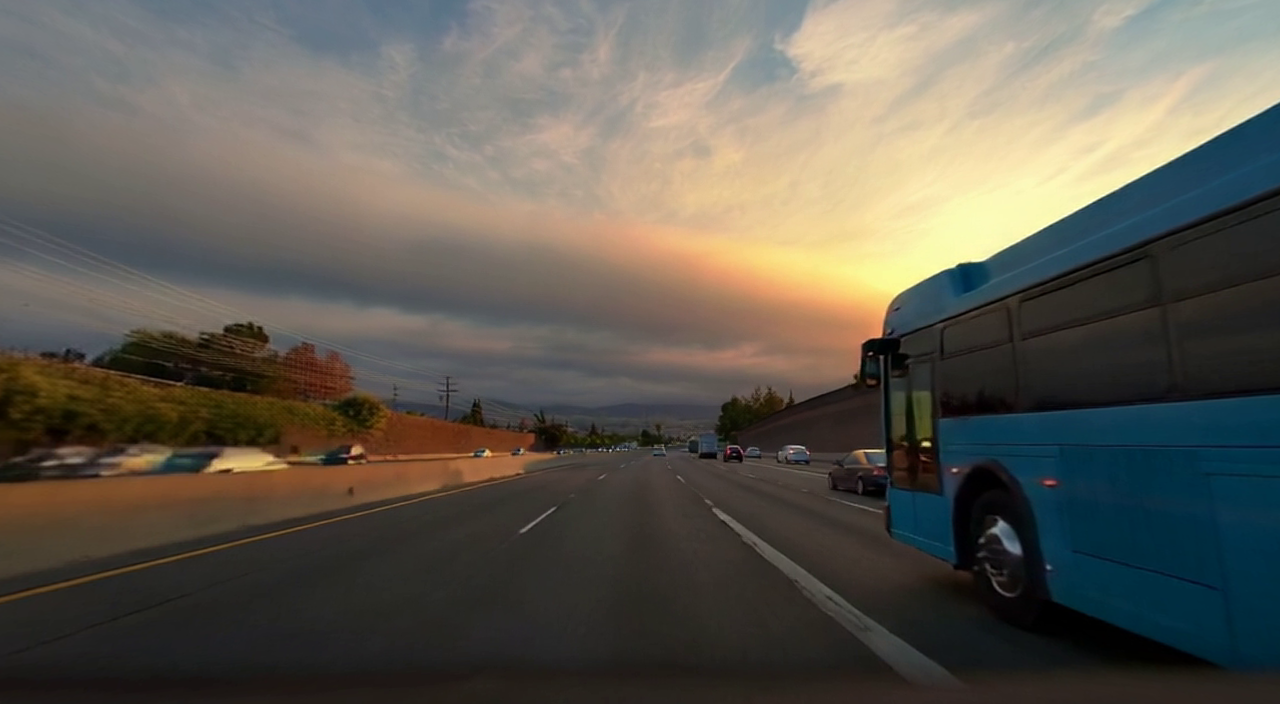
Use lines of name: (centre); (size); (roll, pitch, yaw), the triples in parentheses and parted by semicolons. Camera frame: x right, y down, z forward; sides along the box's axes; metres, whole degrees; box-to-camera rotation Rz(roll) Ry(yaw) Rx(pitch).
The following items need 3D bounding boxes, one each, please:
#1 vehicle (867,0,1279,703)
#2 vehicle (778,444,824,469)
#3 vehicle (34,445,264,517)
vehicle: (4.426, -0.340, 0.541); (3.144, 3.580, 14.591); (0, -9, 0)
vehicle: (11.568, 7.529, 45.789); (2.151, 1.734, 4.519); (0, -9, 1)
vehicle: (-11.162, 2.921, 14.889); (1.858, 1.437, 4.376); (0, -9, 1)
